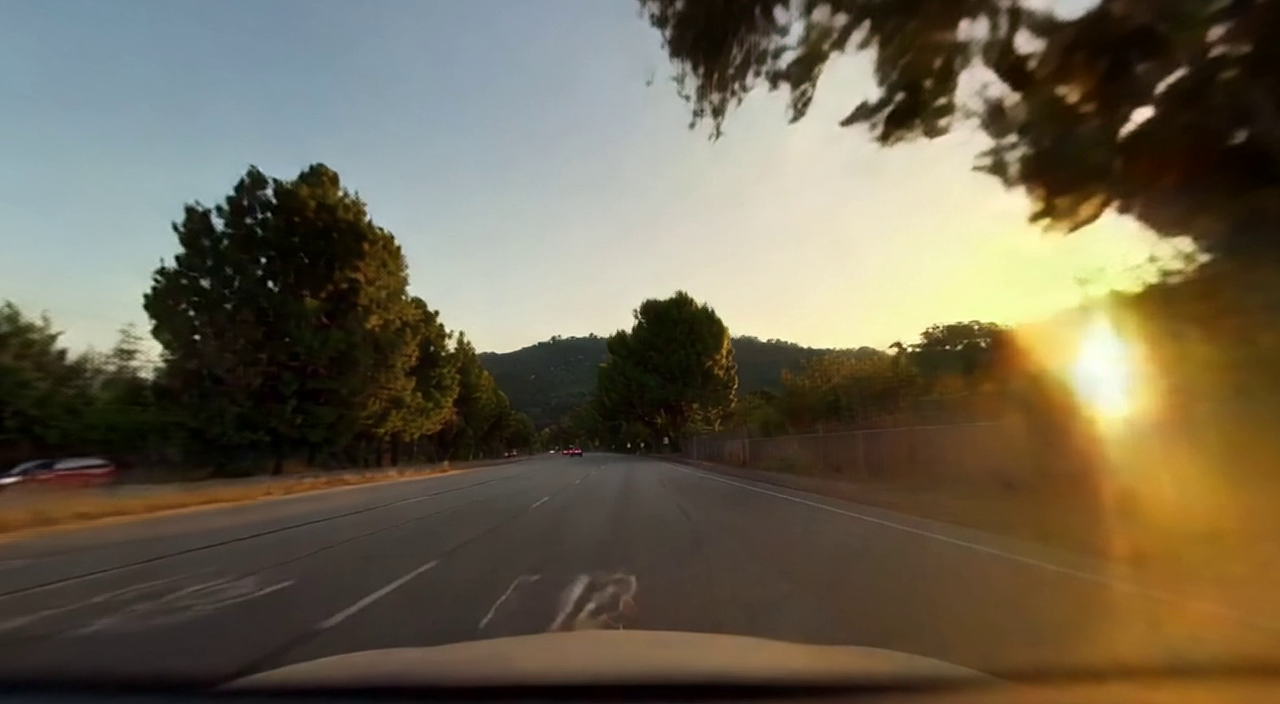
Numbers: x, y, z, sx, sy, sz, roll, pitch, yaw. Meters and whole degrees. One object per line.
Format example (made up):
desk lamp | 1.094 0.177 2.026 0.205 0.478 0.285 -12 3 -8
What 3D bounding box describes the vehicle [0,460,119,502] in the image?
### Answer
vehicle | -24.230 5.210 25.797 1.914 1.500 4.462 -1 -9 0
